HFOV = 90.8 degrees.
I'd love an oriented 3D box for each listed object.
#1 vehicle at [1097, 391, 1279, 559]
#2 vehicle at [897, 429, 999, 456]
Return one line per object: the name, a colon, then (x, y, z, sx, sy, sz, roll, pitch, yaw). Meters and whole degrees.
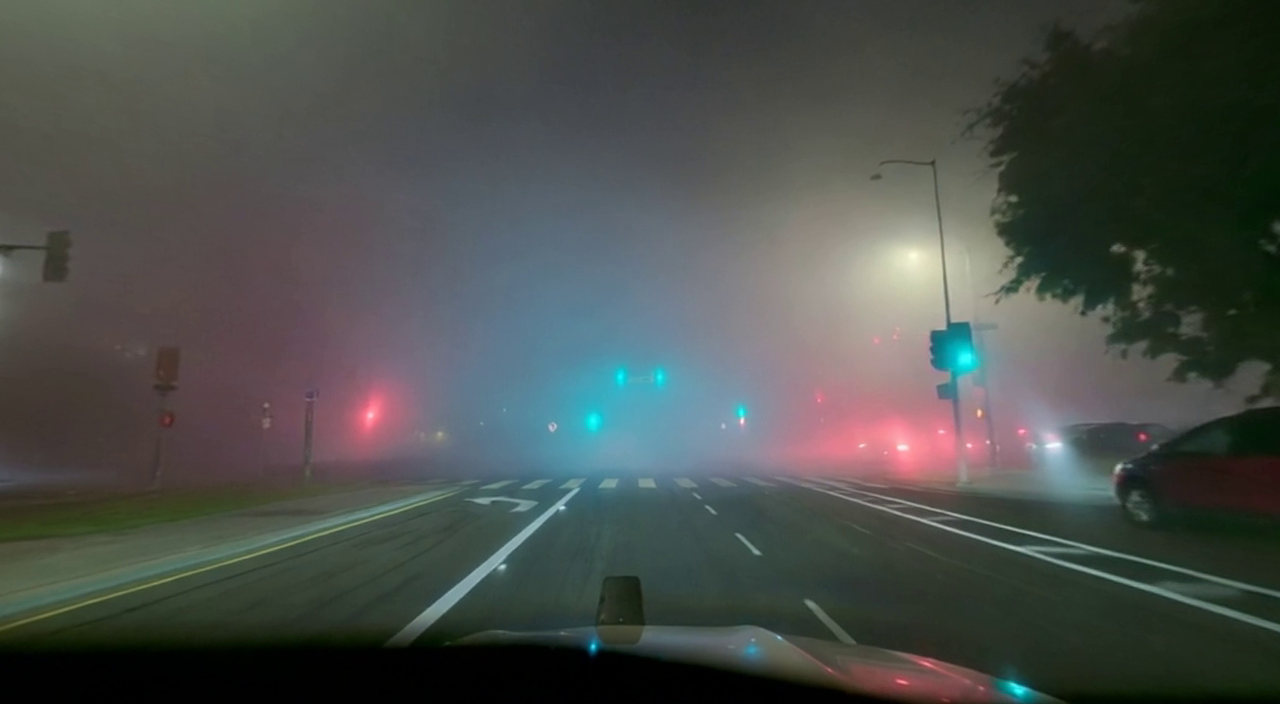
vehicle: (8.088, 1.365, 7.101, 2.100, 1.828, 4.879, 0, -8, -2)
vehicle: (17.858, 5.287, 36.774, 4.916, 1.504, 1.846, 0, -8, -1)
